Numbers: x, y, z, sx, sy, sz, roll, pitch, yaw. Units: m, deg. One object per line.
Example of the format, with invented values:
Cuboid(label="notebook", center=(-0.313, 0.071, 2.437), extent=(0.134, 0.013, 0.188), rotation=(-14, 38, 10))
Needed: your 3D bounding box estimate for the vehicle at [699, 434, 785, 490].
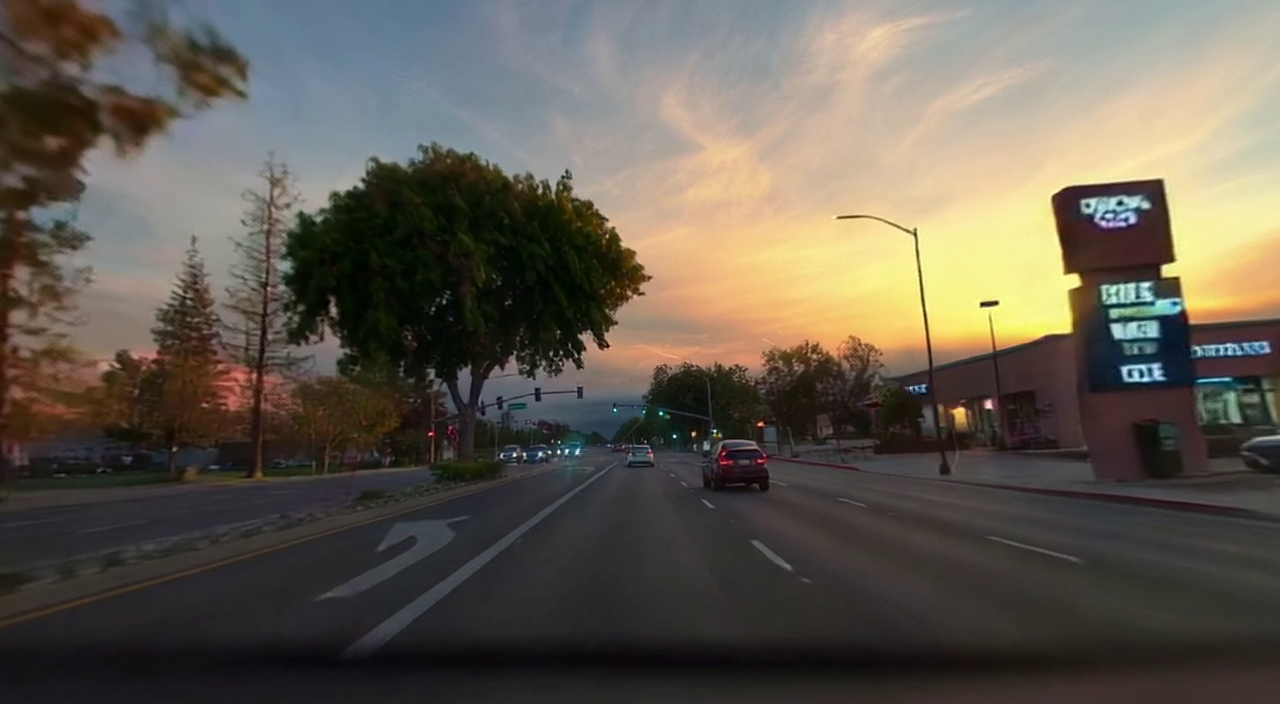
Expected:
Cuboid(label="vehicle", center=(3.261, 3.633, 21.166), extent=(2.022, 1.643, 4.326), rotation=(0, -8, -2))

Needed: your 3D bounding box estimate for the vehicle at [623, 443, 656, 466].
Cuboid(label="vehicle", center=(-0.055, 7.005, 43.152), extent=(2.135, 1.468, 4.076), rotation=(0, -8, -1))
